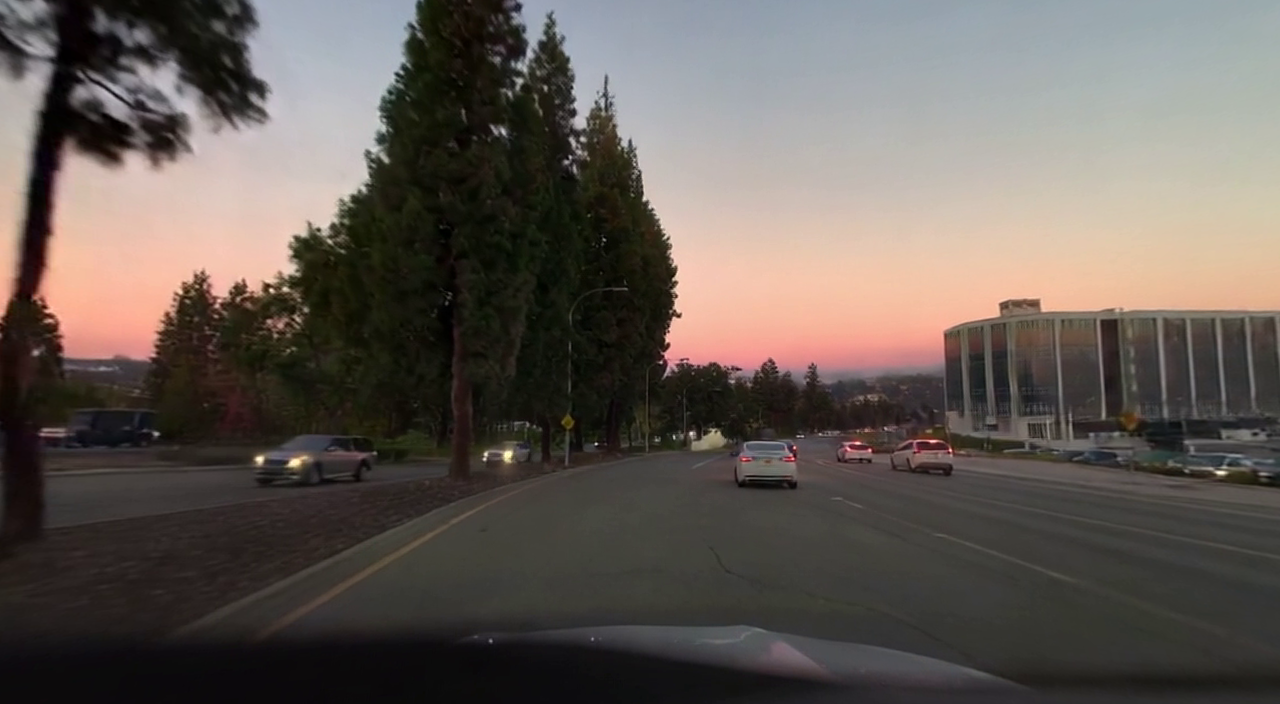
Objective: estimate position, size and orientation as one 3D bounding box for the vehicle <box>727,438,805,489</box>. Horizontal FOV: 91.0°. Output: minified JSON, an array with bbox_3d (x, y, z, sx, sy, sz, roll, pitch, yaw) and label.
[{"bbox_3d":[4.343,3.893,22.389,2.145,1.603,4.369,0,-9,4],"label":"vehicle"}]

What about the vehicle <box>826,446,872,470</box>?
[{"bbox_3d":[13.713,6.947,41.485,1.928,1.488,4.361,-1,-9,5],"label":"vehicle"}]

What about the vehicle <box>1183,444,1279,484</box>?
[{"bbox_3d":[28.096,5.151,29.310,4.544,1.677,1.963,2,-7,-16],"label":"vehicle"}]

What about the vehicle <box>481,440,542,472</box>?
[{"bbox_3d":[-6.870,5.595,34.084,1.873,1.625,4.104,-1,-9,8],"label":"vehicle"}]

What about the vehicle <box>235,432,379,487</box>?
[{"bbox_3d":[-10.592,3.446,20.516,1.990,1.581,4.706,0,-9,2],"label":"vehicle"}]

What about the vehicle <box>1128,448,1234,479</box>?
[{"bbox_3d":[27.328,5.593,31.825,4.327,1.466,1.787,2,-8,-14],"label":"vehicle"}]
